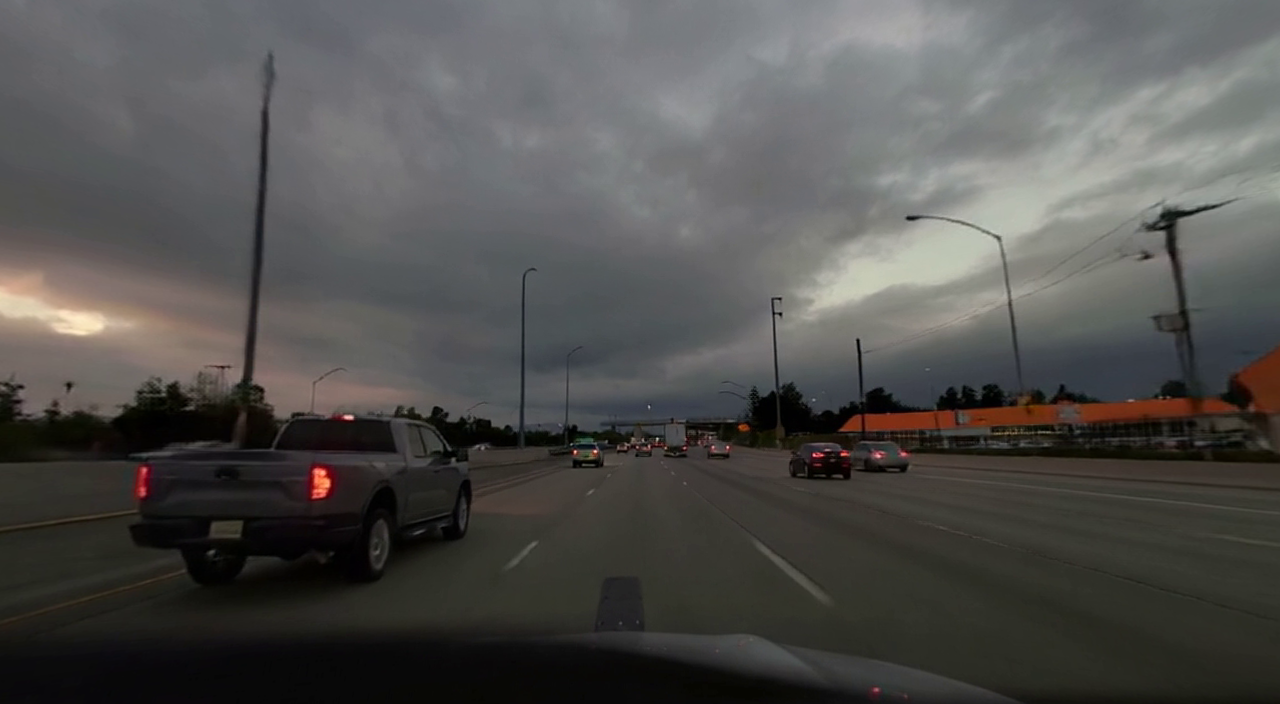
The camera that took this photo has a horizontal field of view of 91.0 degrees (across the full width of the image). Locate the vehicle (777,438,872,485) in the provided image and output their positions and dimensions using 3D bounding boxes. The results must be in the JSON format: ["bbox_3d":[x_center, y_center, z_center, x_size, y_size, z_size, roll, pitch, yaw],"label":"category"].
[{"bbox_3d":[6.407,3.846,22.428,1.980,1.501,4.433,0,-9,-1],"label":"vehicle"}]

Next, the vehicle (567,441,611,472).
[{"bbox_3d":[-2.652,5.497,33.420,1.929,1.521,4.097,0,-9,1],"label":"vehicle"}]

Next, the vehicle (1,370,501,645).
[{"bbox_3d":[-3.080,1.357,6.513,2.130,1.799,4.583,0,-9,1],"label":"vehicle"}]
